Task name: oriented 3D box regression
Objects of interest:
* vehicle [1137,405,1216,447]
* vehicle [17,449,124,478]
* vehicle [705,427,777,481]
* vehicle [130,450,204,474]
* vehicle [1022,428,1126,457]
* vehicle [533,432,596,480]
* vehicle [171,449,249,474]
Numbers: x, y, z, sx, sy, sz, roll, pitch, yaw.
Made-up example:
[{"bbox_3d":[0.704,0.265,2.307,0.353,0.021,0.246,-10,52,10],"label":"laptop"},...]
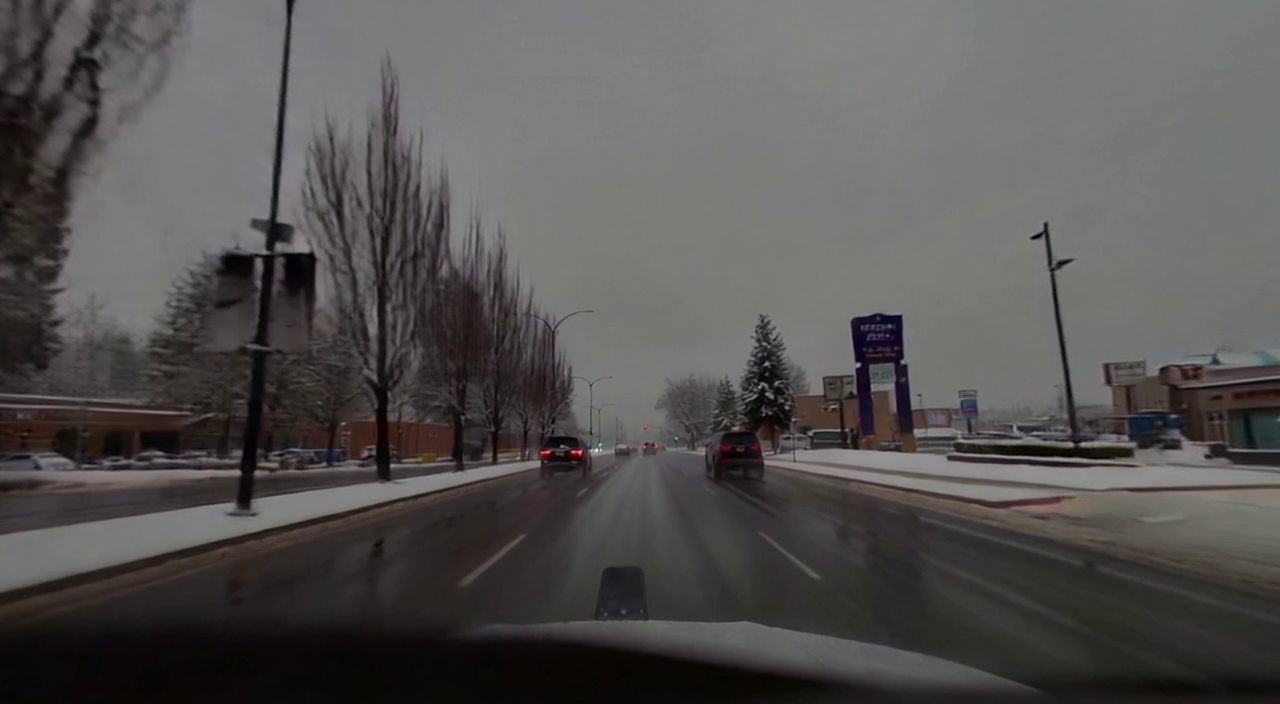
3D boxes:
[{"bbox_3d":[33.589,4.666,39.353,2.852,2.462,2.062,-1,-9,0],"label":"vehicle"},{"bbox_3d":[-36.481,7.116,40.418,2.102,1.730,5.018,0,-8,1],"label":"vehicle"},{"bbox_3d":[3.856,3.986,24.765,2.024,1.921,4.431,0,-8,-1],"label":"vehicle"},{"bbox_3d":[-36.473,8.438,48.566,2.124,1.713,4.465,0,-8,2],"label":"vehicle"},{"bbox_3d":[27.204,5.707,39.462,4.699,1.608,2.379,-2,-9,-2],"label":"vehicle"},{"bbox_3d":[-3.018,4.269,26.036,2.014,1.775,4.404,0,-8,1],"label":"vehicle"},{"bbox_3d":[-33.133,8.426,48.615,2.099,1.792,5.422,0,-8,2],"label":"vehicle"}]
